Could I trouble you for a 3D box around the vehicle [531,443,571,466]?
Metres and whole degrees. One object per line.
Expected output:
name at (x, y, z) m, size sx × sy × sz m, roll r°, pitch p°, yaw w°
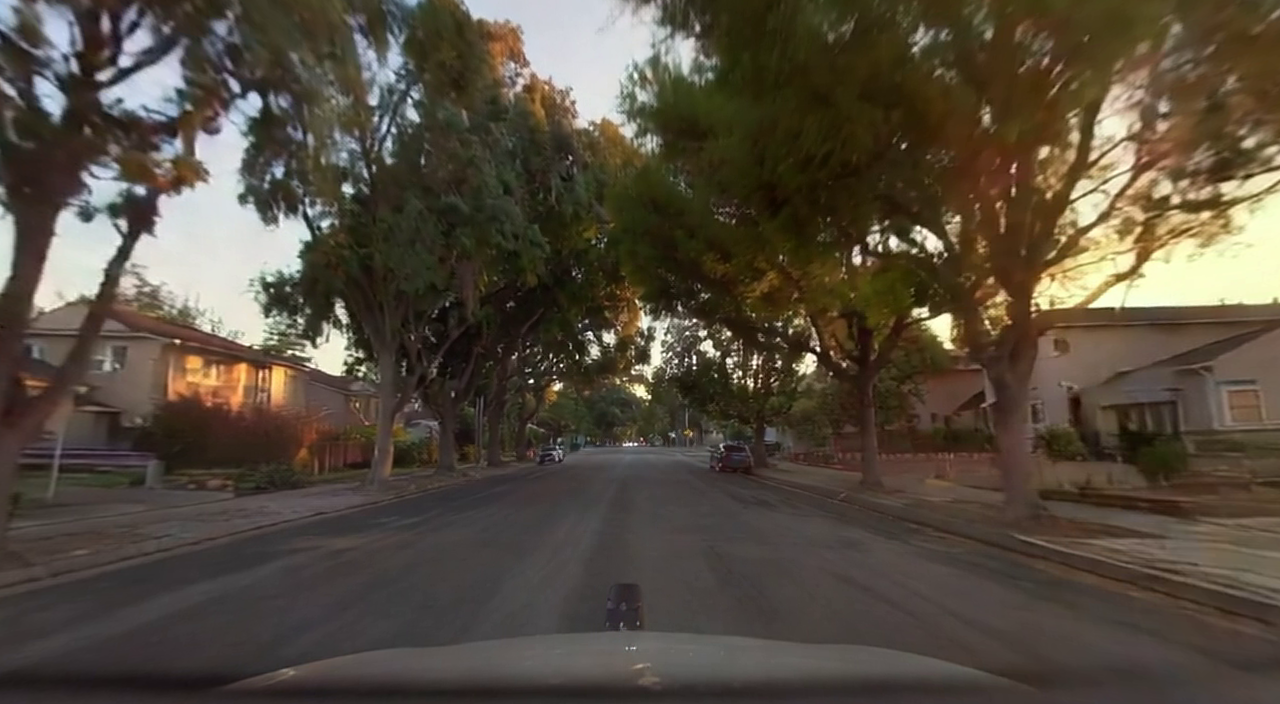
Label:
vehicle at (-6.152, 7.140, 44.178) m, size 2.026 × 1.449 × 4.422 m, roll -1°, pitch -8°, yaw 2°
